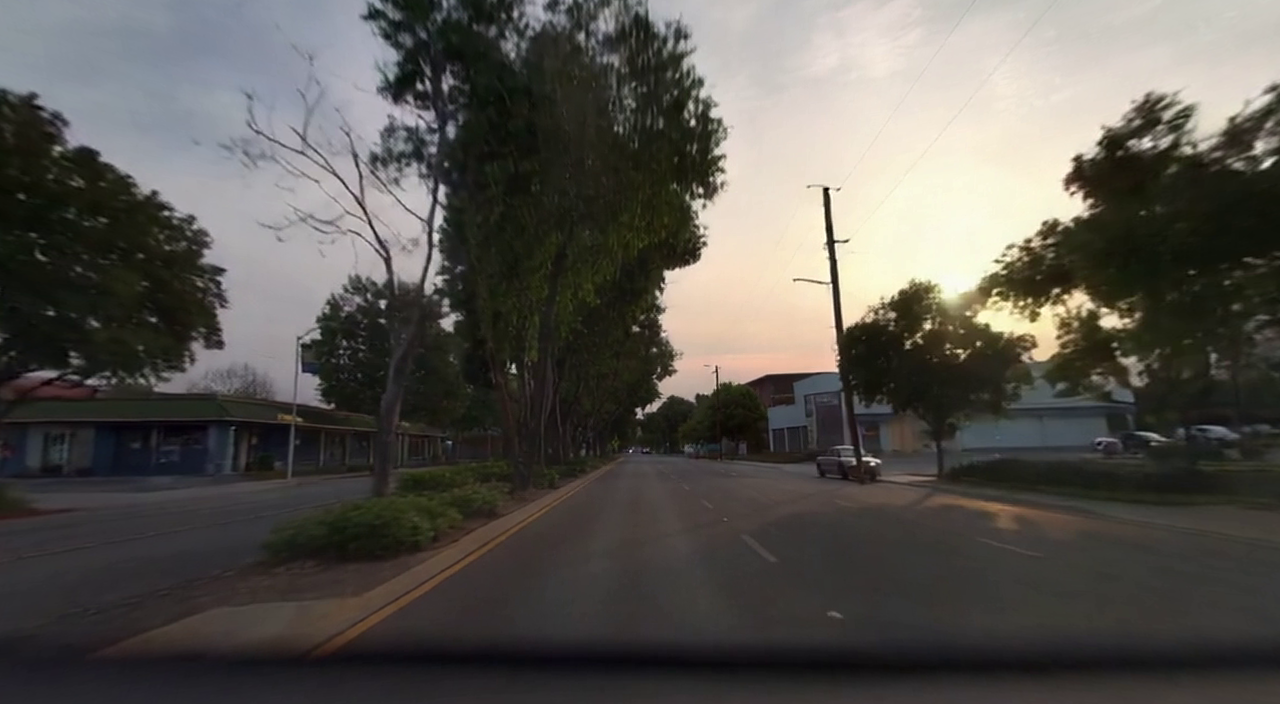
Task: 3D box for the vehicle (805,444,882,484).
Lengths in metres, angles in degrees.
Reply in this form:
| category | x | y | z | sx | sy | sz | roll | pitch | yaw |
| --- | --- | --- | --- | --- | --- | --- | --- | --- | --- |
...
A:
| category | x | y | z | sx | sy | sz | roll | pitch | yaw |
| --- | --- | --- | --- | --- | --- | --- | --- | --- | --- |
| vehicle | 9.769 | 5.395 | 30.723 | 2.159 | 1.767 | 4.617 | 0 | -9 | 0 |

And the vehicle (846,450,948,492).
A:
| category | x | y | z | sx | sy | sz | roll | pitch | yaw |
| --- | --- | --- | --- | --- | --- | --- | --- | --- | --- |
| vehicle | 9.918 | 4.617 | 24.833 | 1.885 | 1.461 | 4.751 | 0 | -9 | -2 |
